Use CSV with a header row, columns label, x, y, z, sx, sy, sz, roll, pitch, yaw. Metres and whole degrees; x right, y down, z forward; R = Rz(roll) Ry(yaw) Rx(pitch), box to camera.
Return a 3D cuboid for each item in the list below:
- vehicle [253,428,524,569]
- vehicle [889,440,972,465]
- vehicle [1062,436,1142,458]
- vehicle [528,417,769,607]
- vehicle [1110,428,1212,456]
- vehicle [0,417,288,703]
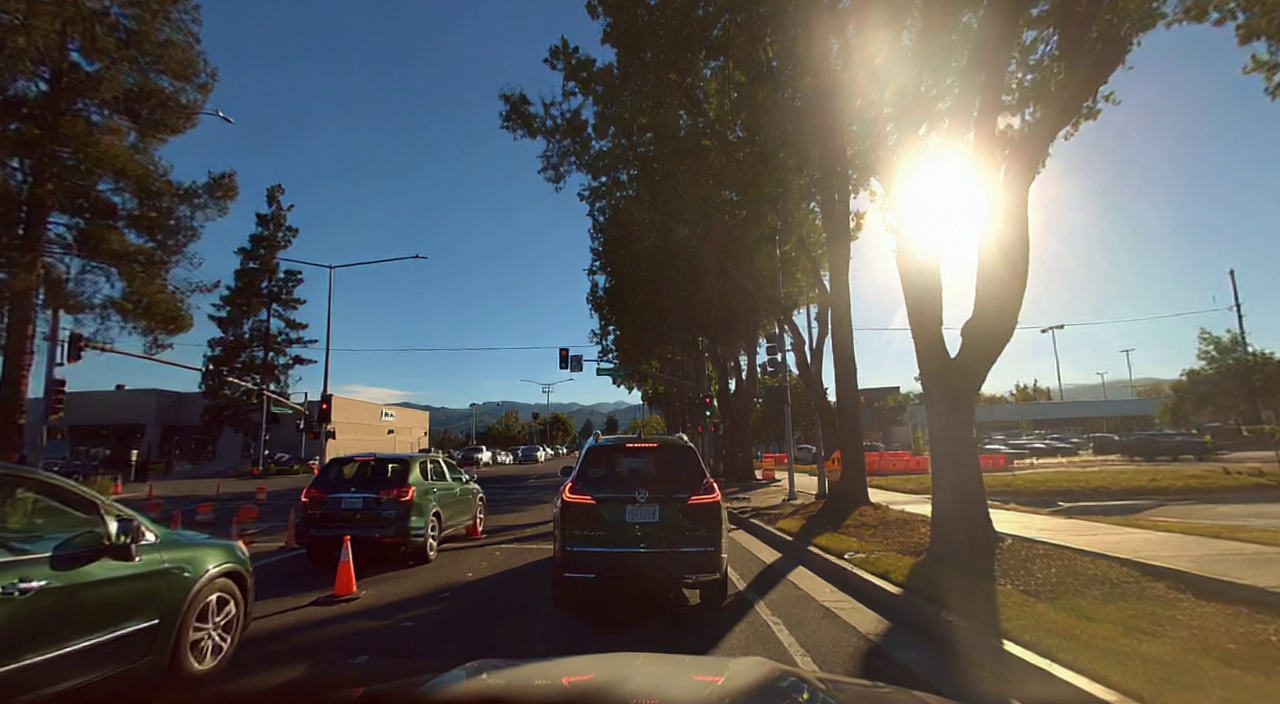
label,x,y,z,sx,sy,sz,roll,pitch,yaw
vehicle,-3.269,1.995,9.445,1.989,1.541,4.626,0,-9,2
vehicle,18.690,6.484,40.649,4.463,1.482,1.808,0,-9,4
vehicle,36.640,7.567,49.986,4.791,1.635,1.857,0,-9,1
vehicle,0.114,1.627,7.210,2.021,1.560,3.676,0,-9,1
vehicle,33.573,5.819,40.658,4.805,1.688,1.923,0,-9,0
vehicle,-3.589,0.949,2.144,1.964,1.497,4.722,0,-9,1
